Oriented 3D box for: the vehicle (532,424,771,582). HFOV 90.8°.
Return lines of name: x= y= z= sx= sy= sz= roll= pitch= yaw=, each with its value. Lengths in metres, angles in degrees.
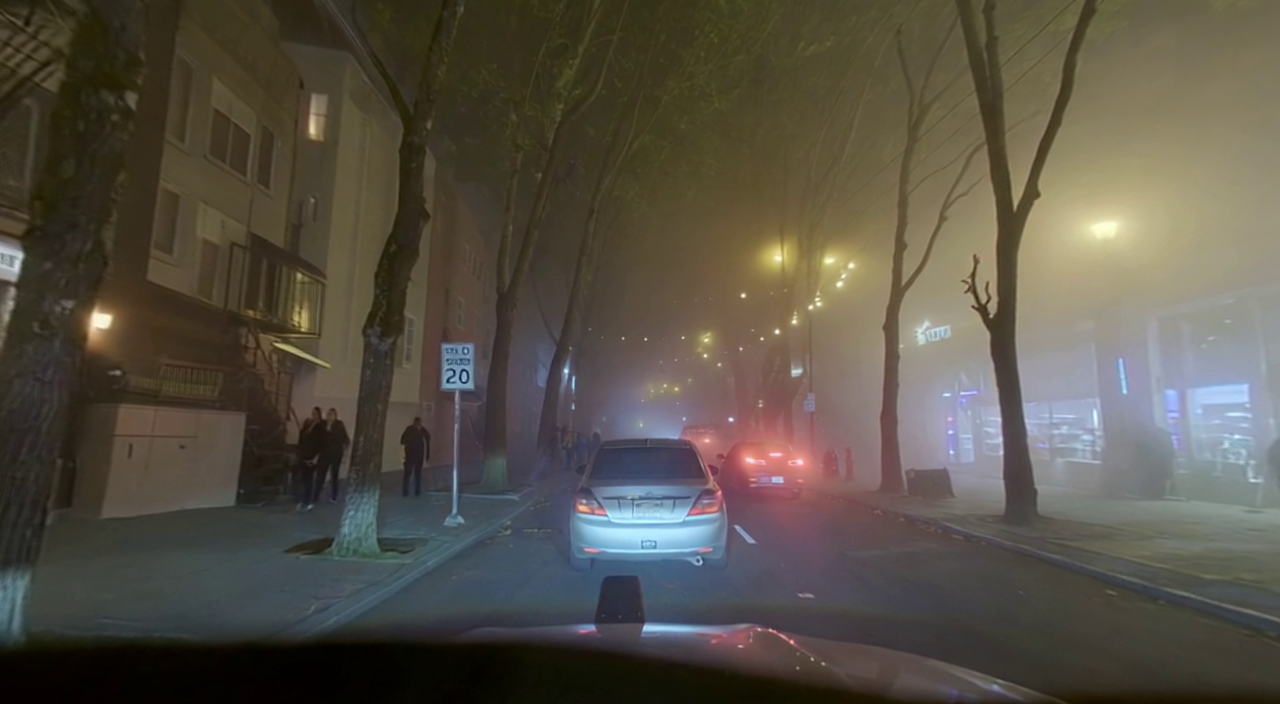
vehicle: x=0.086 y=1.742 z=8.119 sx=2.261 sy=1.474 sz=4.130 roll=0 pitch=-8 yaw=-1
